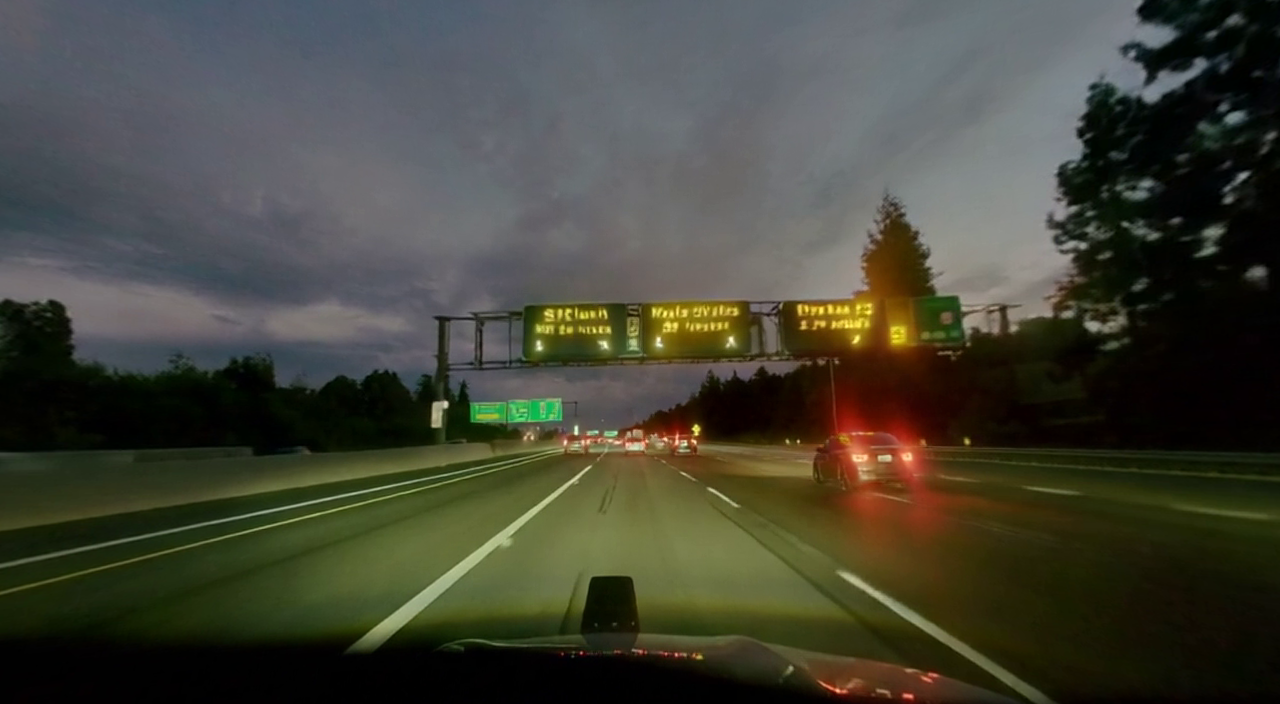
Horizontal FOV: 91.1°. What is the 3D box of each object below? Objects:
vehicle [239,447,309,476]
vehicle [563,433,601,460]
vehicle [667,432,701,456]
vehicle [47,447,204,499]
[{"bbox_3d":[-22.014,6.573,37.998,1.814,1.516,4.103,0,-8,0],"label":"vehicle"},{"bbox_3d":[-3.558,5.878,39.299,2.119,1.629,3.946,0,-8,-2],"label":"vehicle"},{"bbox_3d":[3.142,6.682,45.739,2.066,1.673,4.225,0,-8,-2],"label":"vehicle"},{"bbox_3d":[-17.288,4.039,21.448,1.854,1.500,4.150,0,-8,-1],"label":"vehicle"}]
